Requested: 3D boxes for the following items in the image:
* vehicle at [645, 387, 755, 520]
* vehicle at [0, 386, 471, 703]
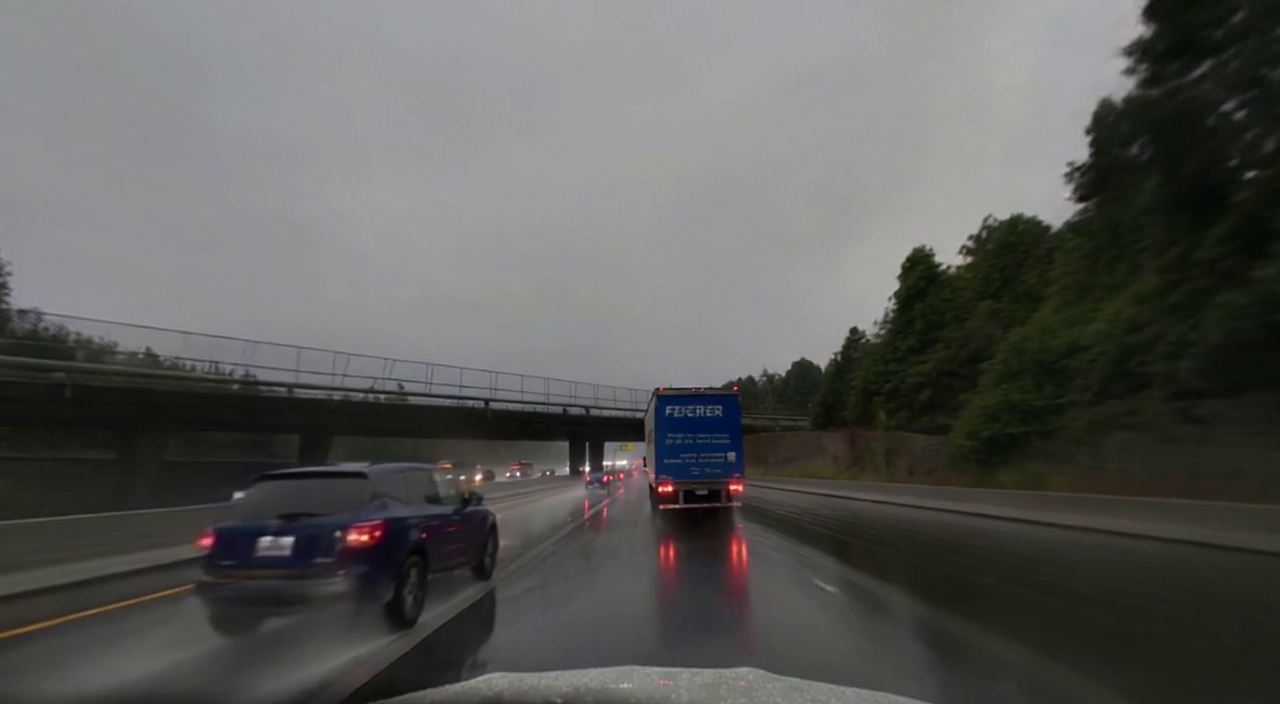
[{"bbox_3d":[1.771,3.775,23.017,2.980,3.834,9.423,0,-10,0],"label":"vehicle"},{"bbox_3d":[-3.051,1.380,4.679,2.124,1.653,4.857,0,-10,1],"label":"vehicle"}]
